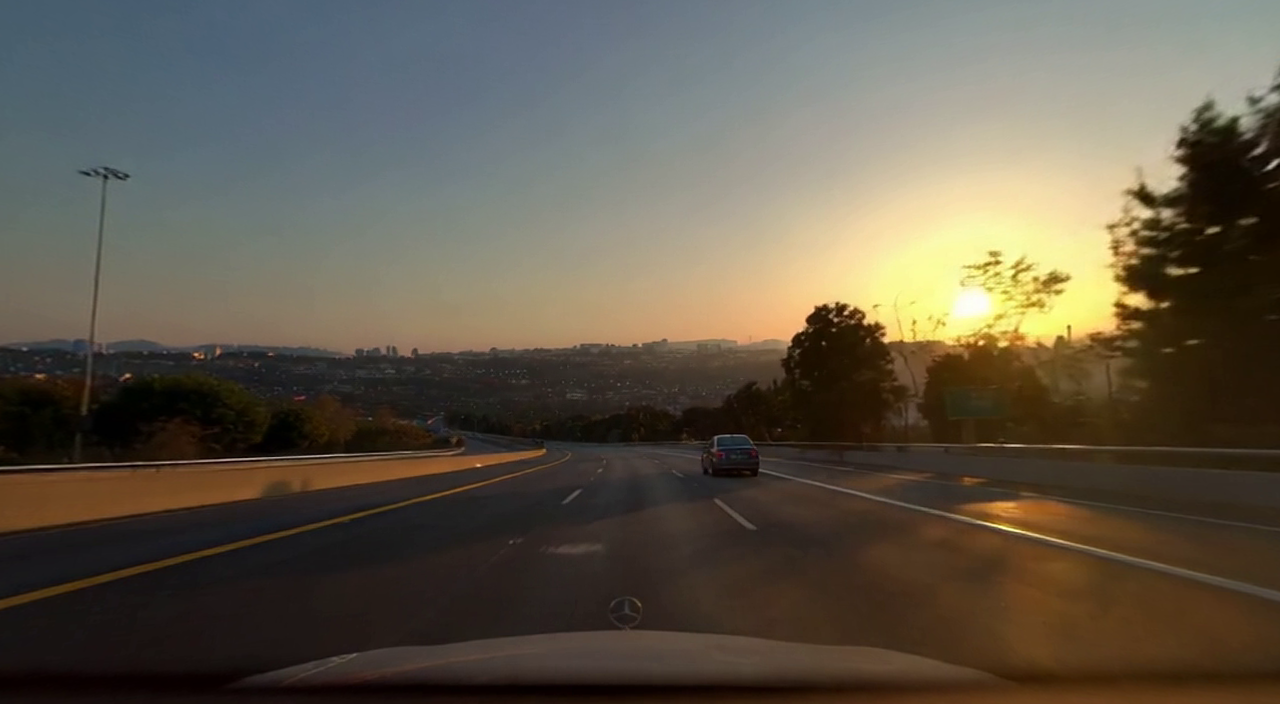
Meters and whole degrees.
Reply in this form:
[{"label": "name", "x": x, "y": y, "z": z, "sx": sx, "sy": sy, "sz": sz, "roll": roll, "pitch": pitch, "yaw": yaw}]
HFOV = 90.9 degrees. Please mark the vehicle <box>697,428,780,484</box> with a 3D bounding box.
[{"label": "vehicle", "x": 3.234, "y": 3.526, "z": 21.714, "sx": 2.059, "sy": 1.715, "sz": 4.192, "roll": 0, "pitch": -8, "yaw": -2}]
